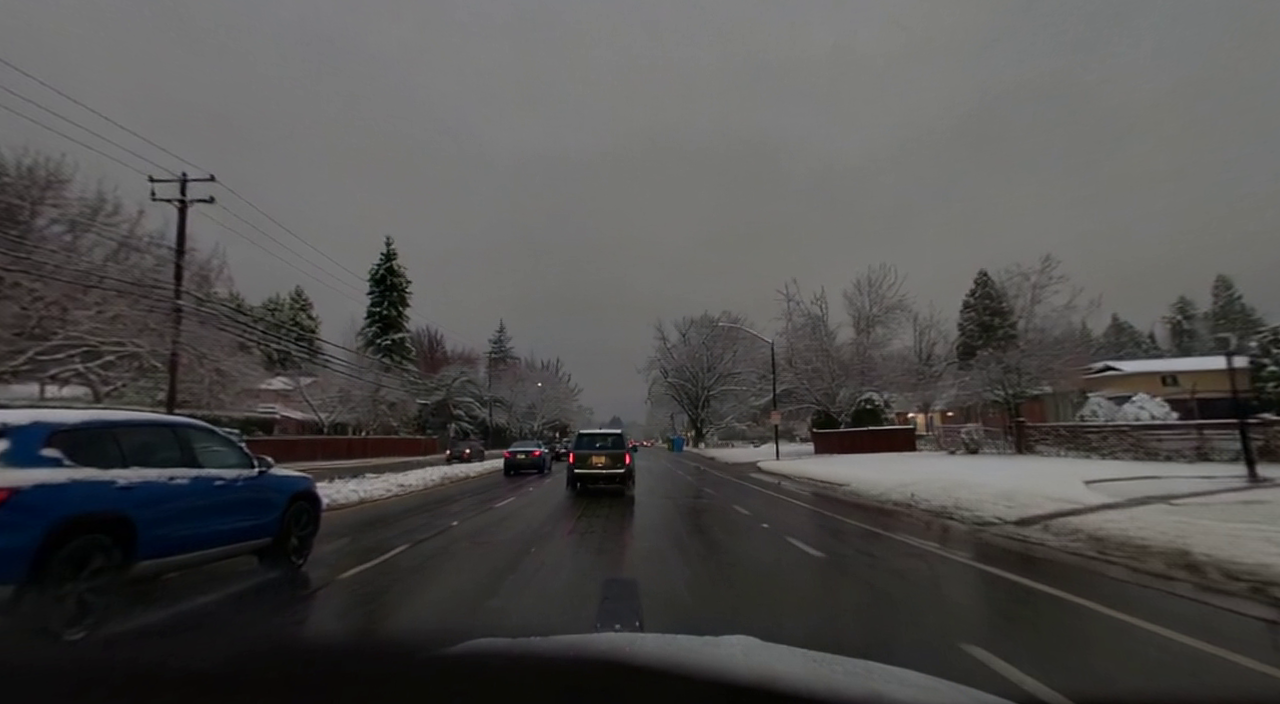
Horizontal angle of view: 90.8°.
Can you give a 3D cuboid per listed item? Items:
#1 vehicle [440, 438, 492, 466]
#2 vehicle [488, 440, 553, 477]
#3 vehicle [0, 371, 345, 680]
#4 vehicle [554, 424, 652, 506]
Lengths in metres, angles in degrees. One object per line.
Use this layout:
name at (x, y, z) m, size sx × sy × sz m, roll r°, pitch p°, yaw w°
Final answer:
vehicle at (-11.647, 6.730, 42.612) m, size 2.131 × 1.798 × 4.902 m, roll 0°, pitch -8°, yaw 0°
vehicle at (-5.268, 4.751, 28.465) m, size 2.014 × 1.493 × 4.658 m, roll 0°, pitch -8°, yaw 0°
vehicle at (-4.721, 1.230, 5.259) m, size 2.243 × 1.722 × 4.621 m, roll 0°, pitch -8°, yaw 1°
vehicle at (-0.835, 2.786, 15.982) m, size 2.131 × 1.761 × 4.242 m, roll 0°, pitch -8°, yaw -1°
